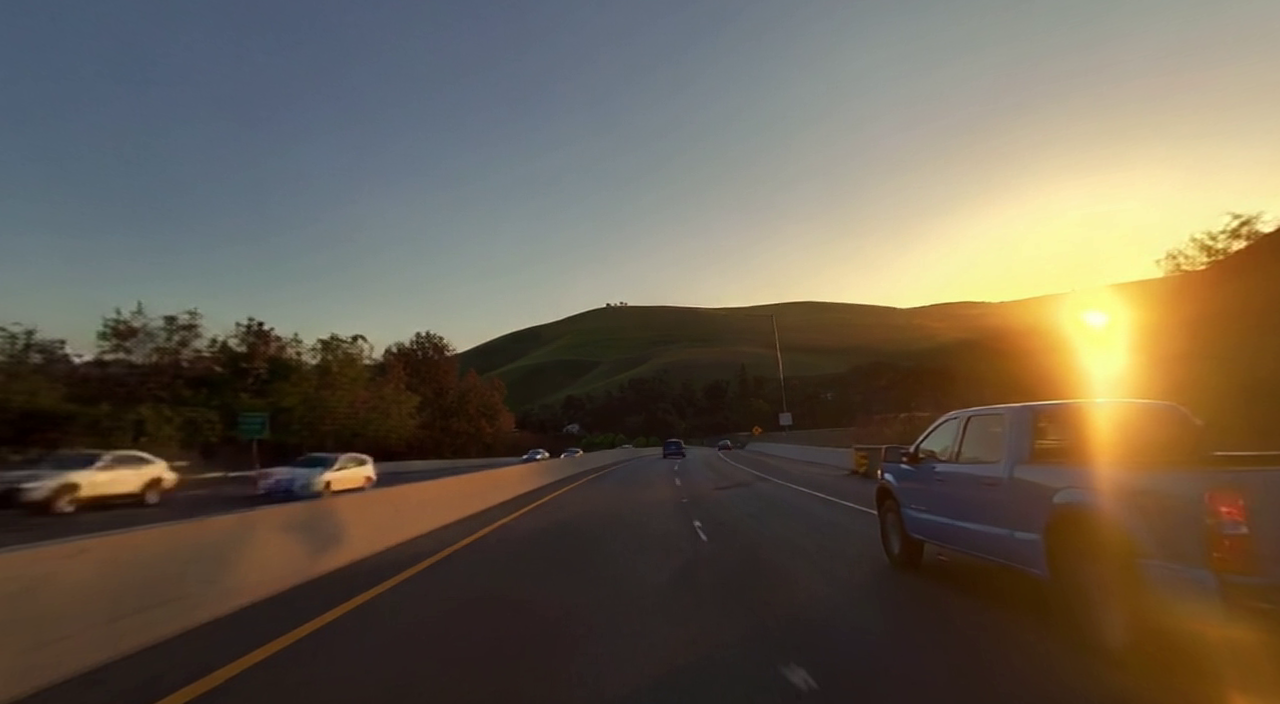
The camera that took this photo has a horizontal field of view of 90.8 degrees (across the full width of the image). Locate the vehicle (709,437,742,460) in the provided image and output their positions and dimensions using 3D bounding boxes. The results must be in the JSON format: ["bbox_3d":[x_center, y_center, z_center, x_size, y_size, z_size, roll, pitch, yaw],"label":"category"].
[{"bbox_3d":[6.471,7.388,48.374,2.249,1.635,4.118,-1,-9,4],"label":"vehicle"}]

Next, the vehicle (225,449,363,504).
[{"bbox_3d":[-11.428,4.107,21.309,1.954,1.605,4.462,-1,-9,3],"label":"vehicle"}]

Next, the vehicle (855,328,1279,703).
[{"bbox_3d":[3.564,1.113,4.747,2.151,1.744,4.709,0,-8,-1],"label":"vehicle"}]
